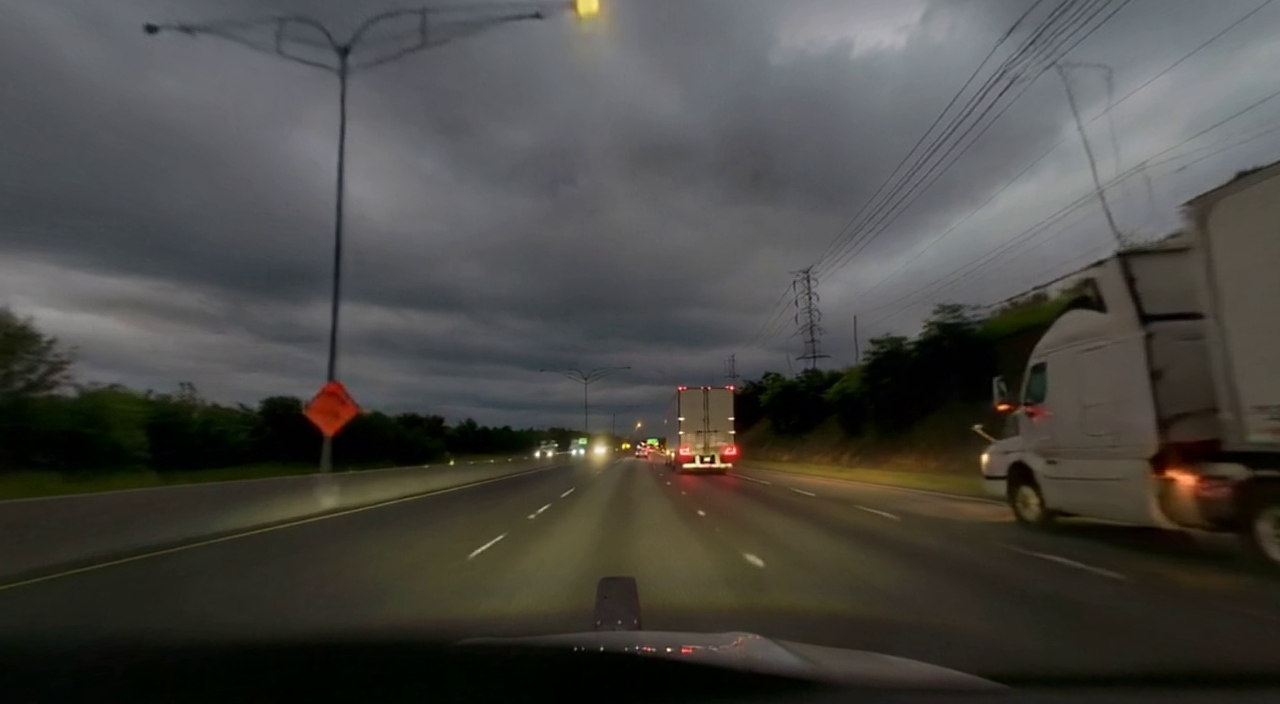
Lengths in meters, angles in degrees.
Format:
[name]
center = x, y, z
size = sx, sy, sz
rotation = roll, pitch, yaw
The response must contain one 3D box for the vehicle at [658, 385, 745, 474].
[vehicle]
center = 3.058, 4.877, 37.389
size = 3.202, 4.046, 17.146
rotation = 0, -9, -1
